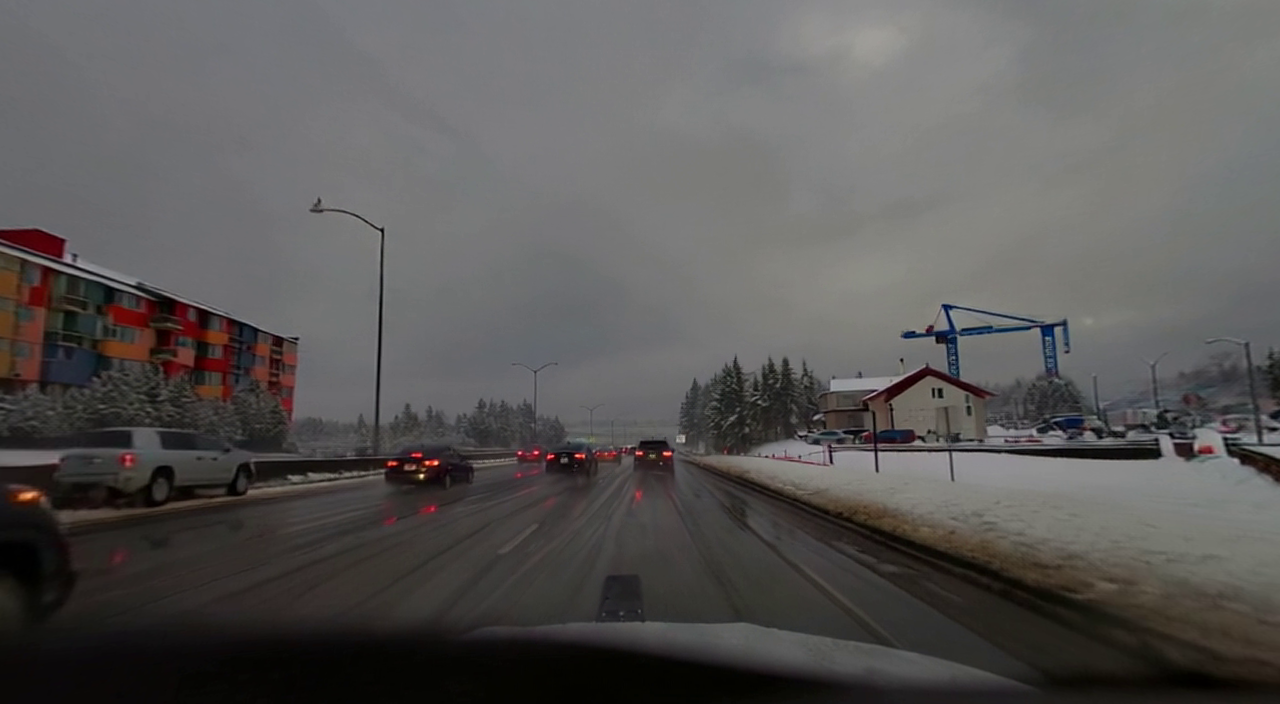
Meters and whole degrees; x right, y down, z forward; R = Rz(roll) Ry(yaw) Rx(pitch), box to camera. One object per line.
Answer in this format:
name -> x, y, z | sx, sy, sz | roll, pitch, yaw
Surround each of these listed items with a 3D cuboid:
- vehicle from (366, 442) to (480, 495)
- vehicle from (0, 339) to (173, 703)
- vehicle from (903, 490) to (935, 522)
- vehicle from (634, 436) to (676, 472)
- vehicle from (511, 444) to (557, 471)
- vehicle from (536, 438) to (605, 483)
vehicle -> -6.771, 3.660, 20.238 | 1.959, 1.486, 4.460 | 0, -8, 2
vehicle -> -3.665, 0.603, 1.237 | 2.045, 1.710, 4.382 | 0, -8, 1
vehicle -> 21.570, 11.896, 48.787 | 1.859, 1.579, 4.190 | -6, -3, 20
vehicle -> 0.801, 5.433, 33.595 | 2.116, 1.763, 4.352 | 0, -8, 1
vehicle -> -6.332, 6.362, 38.232 | 1.931, 1.505, 4.386 | 0, -8, 1
vehicle -> -2.733, 4.434, 26.022 | 2.109, 1.657, 4.554 | 0, -8, 3
